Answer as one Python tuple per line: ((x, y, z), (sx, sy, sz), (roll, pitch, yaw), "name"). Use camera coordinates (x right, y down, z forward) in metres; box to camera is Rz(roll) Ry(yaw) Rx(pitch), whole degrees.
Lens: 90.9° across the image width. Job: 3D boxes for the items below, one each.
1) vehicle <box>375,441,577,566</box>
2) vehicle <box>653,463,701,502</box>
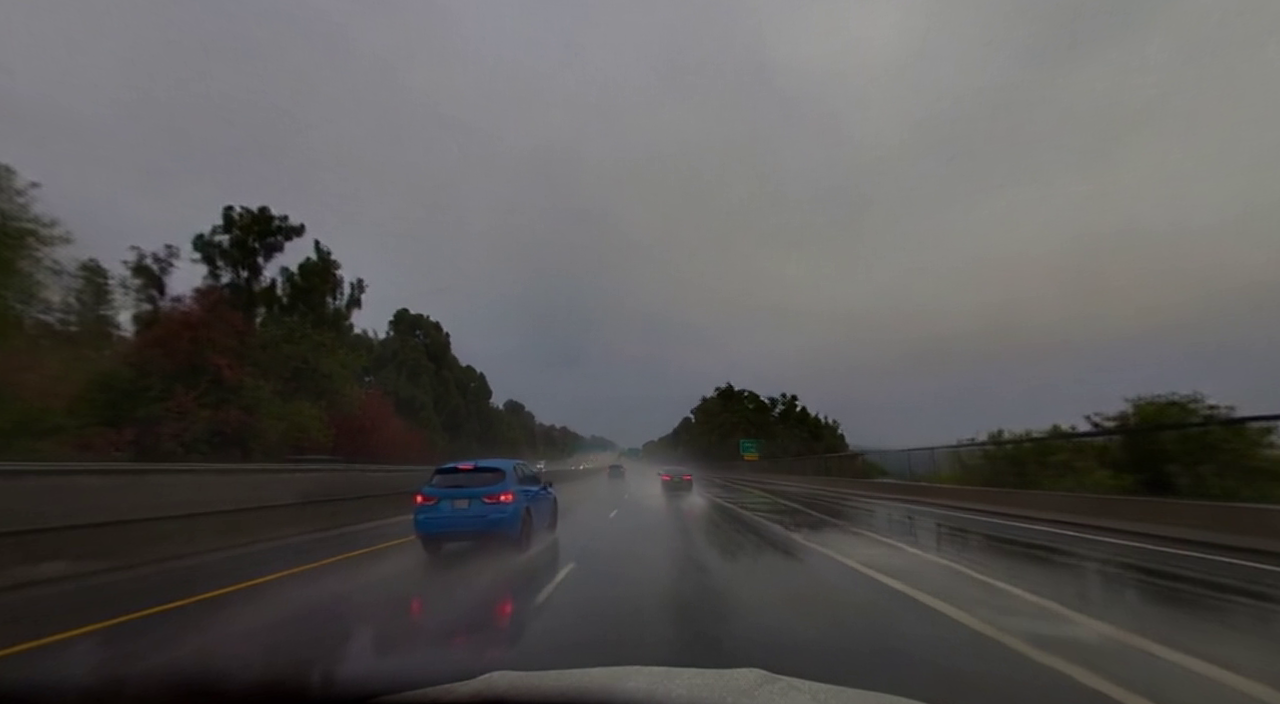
((-2.526, 2.547, 11.195), (2.176, 1.678, 4.724), (0, -10, 1), "vehicle")
((1.568, 5.686, 27.690), (1.905, 1.559, 3.491), (1, -10, 0), "vehicle")
